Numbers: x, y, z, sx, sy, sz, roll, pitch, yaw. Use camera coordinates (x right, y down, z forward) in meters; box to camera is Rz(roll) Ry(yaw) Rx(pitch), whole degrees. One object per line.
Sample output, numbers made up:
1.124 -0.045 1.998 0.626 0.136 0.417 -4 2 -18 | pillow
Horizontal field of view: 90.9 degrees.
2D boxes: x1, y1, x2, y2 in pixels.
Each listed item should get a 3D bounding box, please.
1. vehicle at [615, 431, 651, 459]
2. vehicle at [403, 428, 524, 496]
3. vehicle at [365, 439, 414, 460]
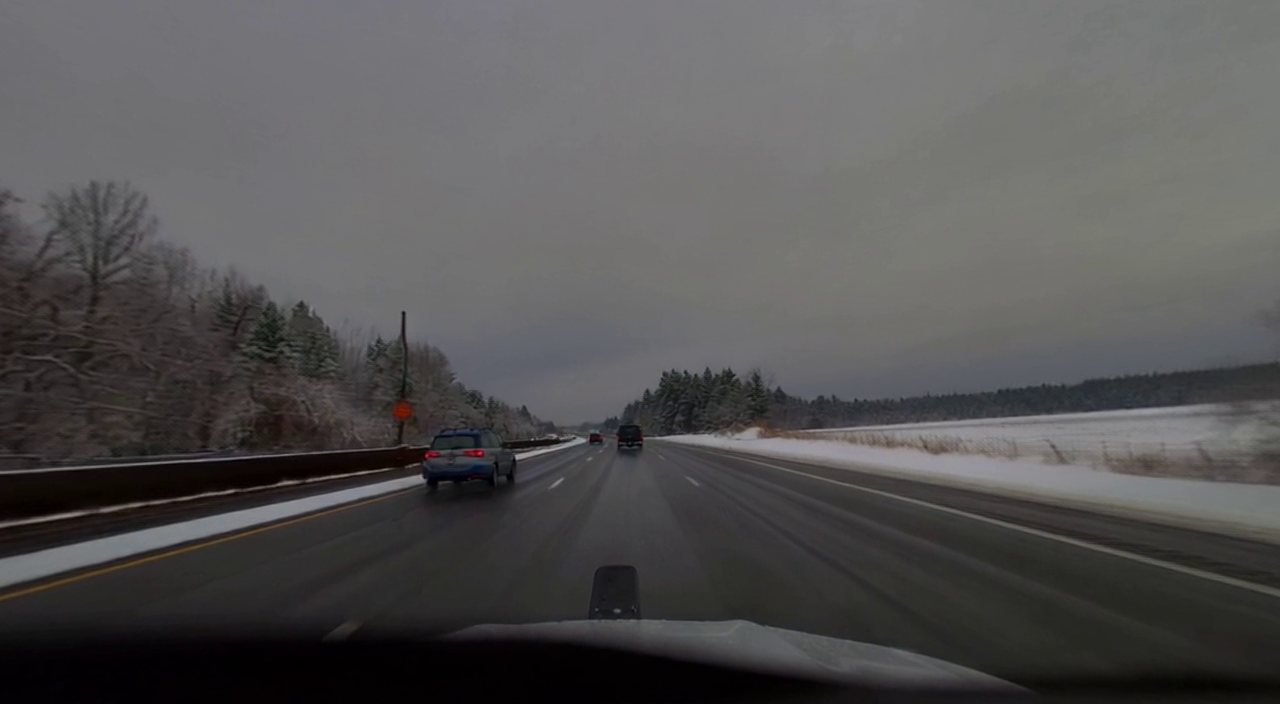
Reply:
-0.449 5.792 39.435 2.162 1.616 4.242 0 -8 -1 | vehicle
-4.317 2.735 16.139 1.931 1.483 4.105 0 -8 0 | vehicle
-19.537 7.592 49.342 1.975 1.534 4.443 0 -8 1 | vehicle
